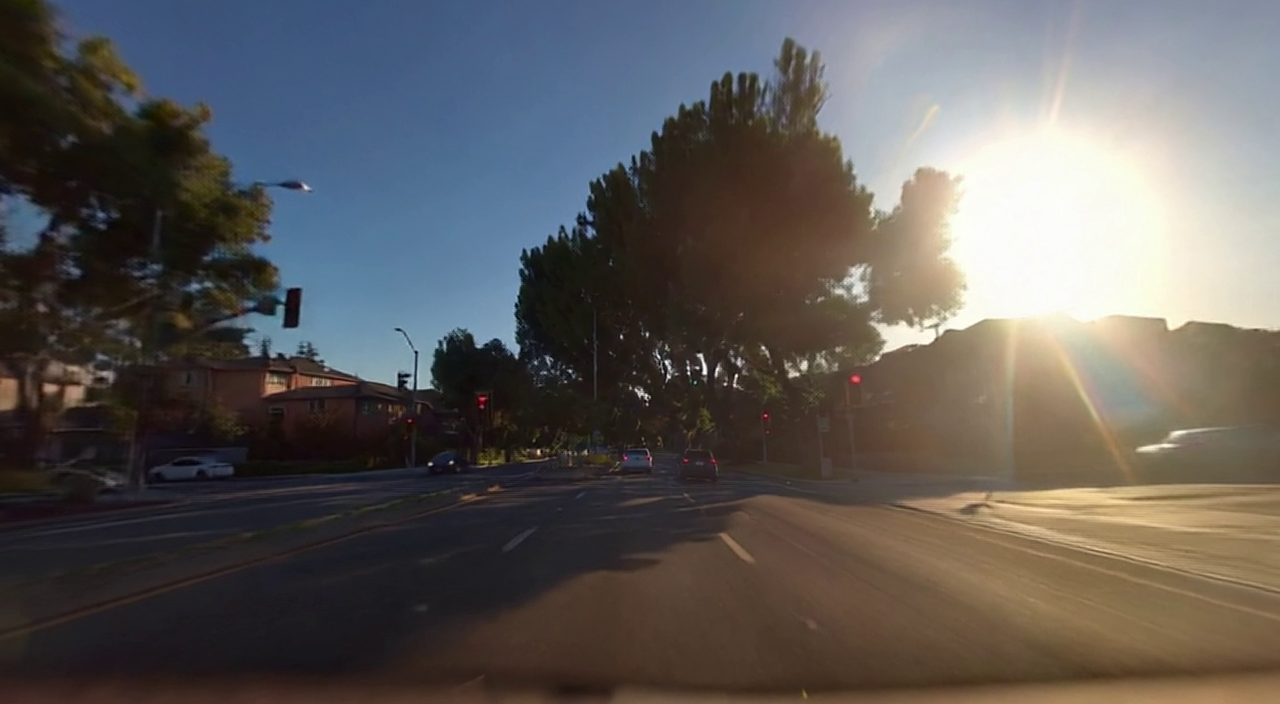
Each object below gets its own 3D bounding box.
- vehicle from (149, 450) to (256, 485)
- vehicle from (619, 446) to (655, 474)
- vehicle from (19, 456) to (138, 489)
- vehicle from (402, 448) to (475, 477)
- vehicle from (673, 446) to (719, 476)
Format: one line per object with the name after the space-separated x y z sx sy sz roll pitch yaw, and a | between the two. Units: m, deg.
-25.146 6.651 36.429 4.634 1.840 2.025 -1 -10 1 | vehicle
-0.180 6.323 37.269 2.018 1.511 3.993 0 -8 -1 | vehicle
-32.046 6.876 36.161 4.707 1.747 2.130 0 -8 1 | vehicle
-14.574 7.955 46.014 2.188 1.940 5.008 -4 -9 26 | vehicle
3.017 5.973 34.936 2.057 1.496 4.401 0 -8 -2 | vehicle
